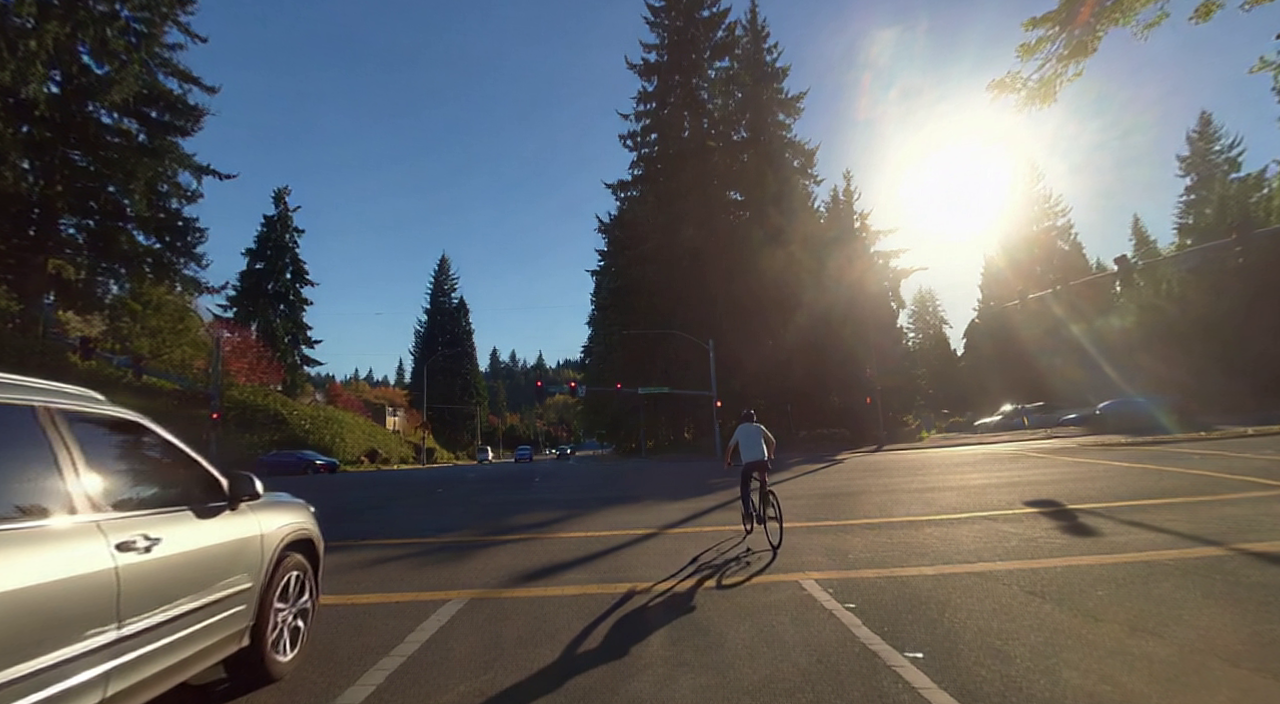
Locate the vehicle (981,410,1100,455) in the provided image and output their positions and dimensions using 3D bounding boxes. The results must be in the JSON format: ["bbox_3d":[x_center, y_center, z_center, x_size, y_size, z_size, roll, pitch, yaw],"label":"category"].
[{"bbox_3d":[18.579,3.754,29.362,4.237,1.948,1.997,0,-9,-9],"label":"vehicle"}]

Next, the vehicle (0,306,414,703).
[{"bbox_3d":[-2.951,0.907,2.976,2.049,1.756,4.602,0,-8,0],"label":"vehicle"}]

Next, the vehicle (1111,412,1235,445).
[{"bbox_3d":[25.740,3.749,30.476,4.716,1.507,1.904,2,-9,-11],"label":"vehicle"}]
